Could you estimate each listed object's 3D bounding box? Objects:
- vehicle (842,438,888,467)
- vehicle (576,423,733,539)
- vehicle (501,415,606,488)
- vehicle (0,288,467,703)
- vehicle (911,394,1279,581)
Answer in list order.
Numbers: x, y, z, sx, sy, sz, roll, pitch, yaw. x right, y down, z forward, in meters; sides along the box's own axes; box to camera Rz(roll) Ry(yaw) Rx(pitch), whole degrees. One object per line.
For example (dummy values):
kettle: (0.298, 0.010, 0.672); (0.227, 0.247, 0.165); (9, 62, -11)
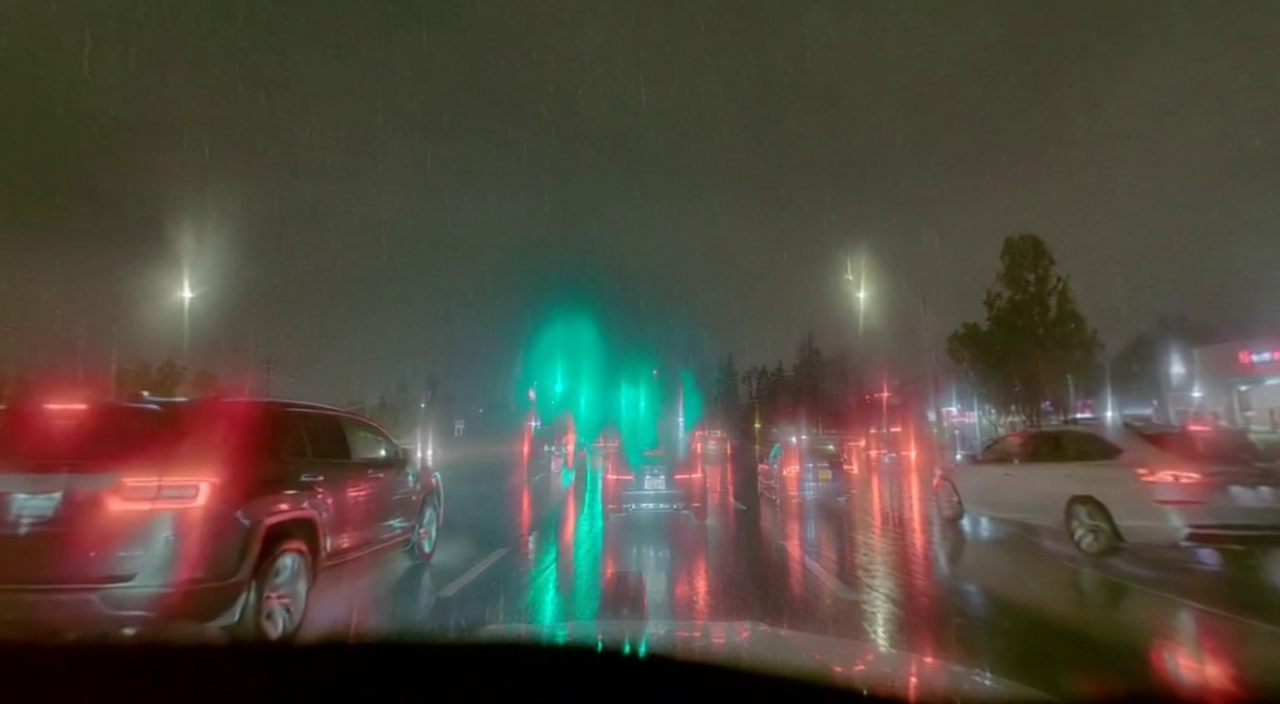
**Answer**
vehicle: (12.495, 5.570, 35.226); (1.900, 1.507, 4.151); (-2, -9, 13)
vehicle: (0.154, 1.995, 10.380); (2.061, 1.494, 4.079); (0, -8, -1)
vehicle: (-2.453, 3.035, 19.518); (2.289, 1.935, 5.227); (-1, -8, 2)
vehicle: (-3.050, 1.014, 4.644); (2.124, 1.829, 4.799); (0, -8, 1)
vehicle: (5.830, 1.673, 8.642); (2.141, 1.794, 4.933); (0, -8, 2)
